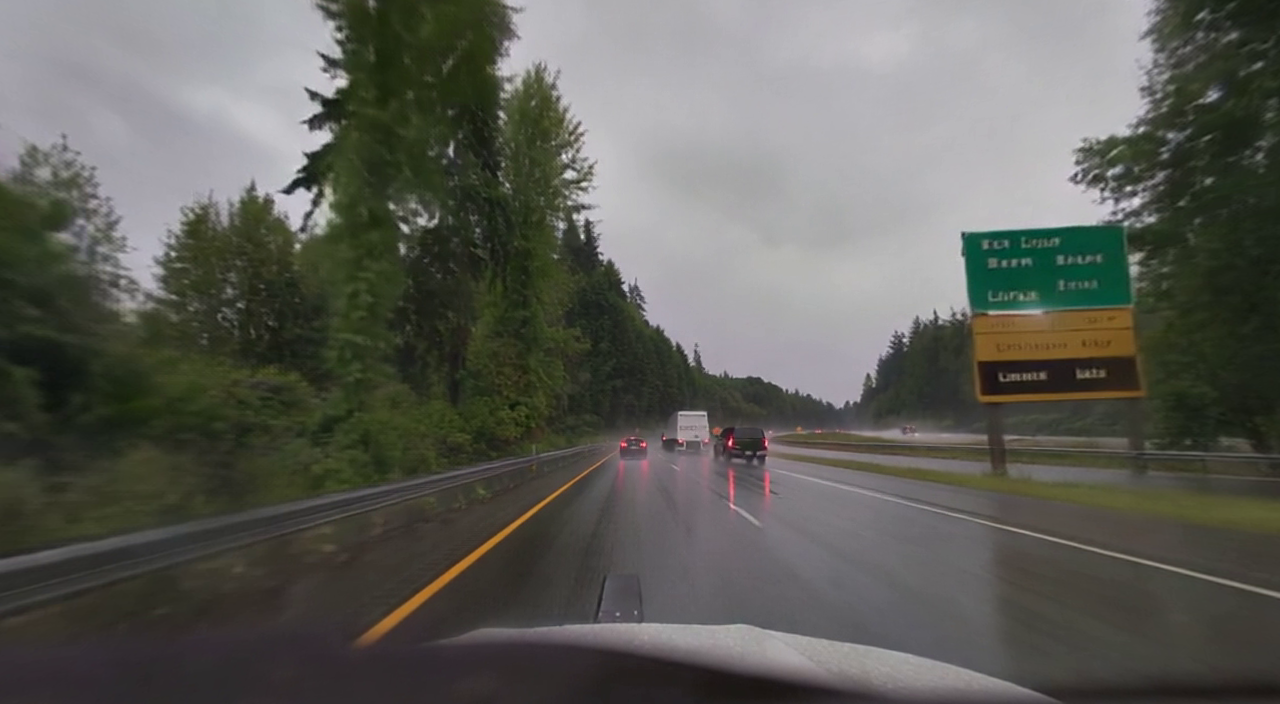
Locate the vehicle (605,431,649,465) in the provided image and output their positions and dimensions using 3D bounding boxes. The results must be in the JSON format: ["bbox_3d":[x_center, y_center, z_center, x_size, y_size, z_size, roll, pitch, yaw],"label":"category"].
[{"bbox_3d":[-0.680,5.098,33.845,2.206,1.681,4.111,0,-8,-1],"label":"vehicle"}]

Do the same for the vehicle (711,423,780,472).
[{"bbox_3d":[4.329,3.992,26.627,2.073,1.905,4.023,0,-8,-2],"label":"vehicle"}]

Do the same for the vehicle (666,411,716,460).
[{"bbox_3d":[3.351,5.709,43.105,2.728,3.053,7.708,0,-8,0],"label":"vehicle"}]
